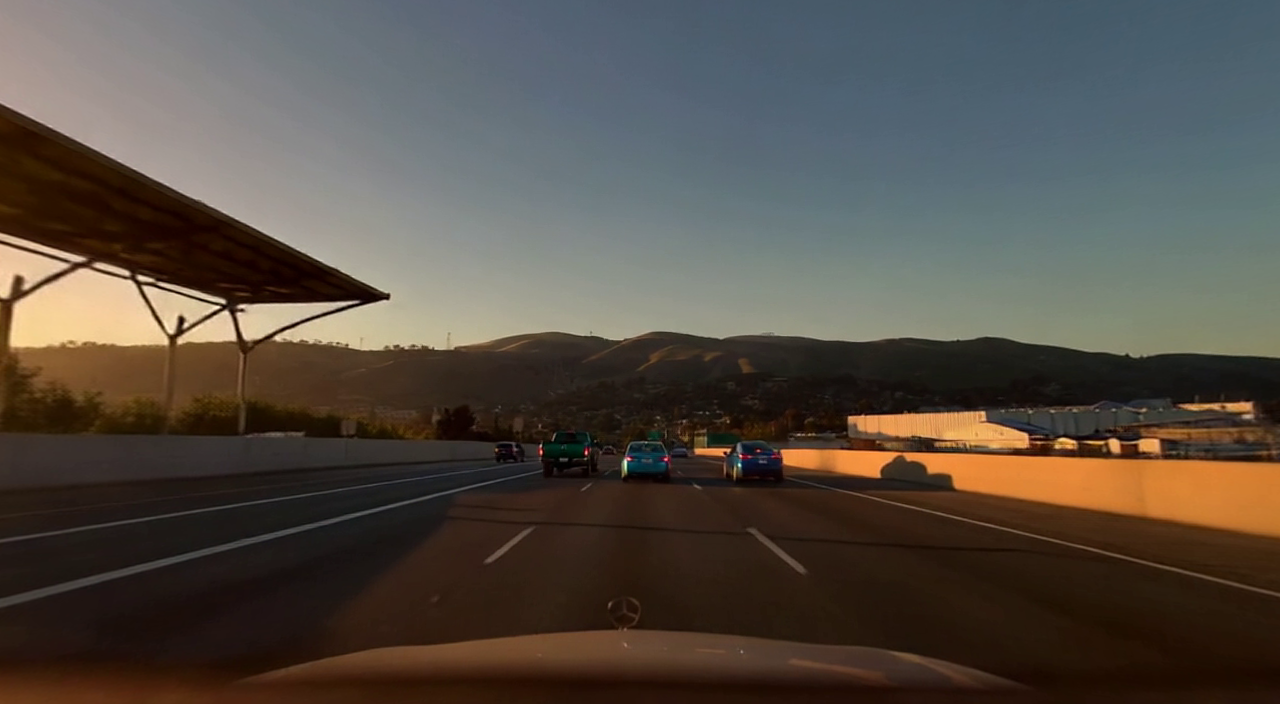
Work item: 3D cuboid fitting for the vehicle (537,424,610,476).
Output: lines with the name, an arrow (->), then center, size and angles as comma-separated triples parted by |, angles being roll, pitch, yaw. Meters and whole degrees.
vehicle -> -3.038, 4.745, 30.764 | 2.733, 2.230, 6.820 | 0, -8, 1

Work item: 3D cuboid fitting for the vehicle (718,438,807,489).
vehicle -> 3.996, 3.724, 21.392 | 2.023, 1.510, 4.773 | 0, -8, -1

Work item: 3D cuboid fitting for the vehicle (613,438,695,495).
vehicle -> 0.353, 3.356, 18.875 | 2.171, 1.493, 4.081 | 0, -8, -1
